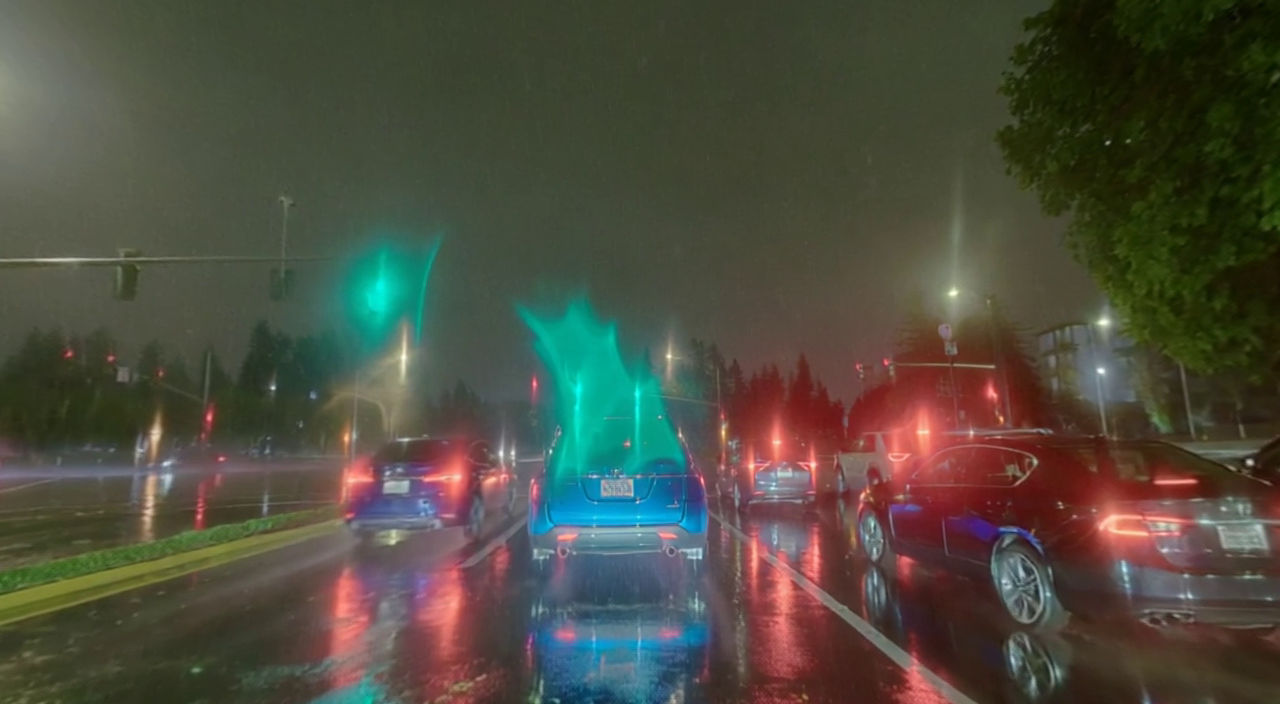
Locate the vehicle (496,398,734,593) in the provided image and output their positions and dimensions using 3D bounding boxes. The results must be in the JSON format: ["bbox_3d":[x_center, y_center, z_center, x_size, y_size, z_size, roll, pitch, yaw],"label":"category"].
[{"bbox_3d":[-0.277,1.559,7.627,2.101,1.707,3.904,0,-8,-2],"label":"vehicle"}]

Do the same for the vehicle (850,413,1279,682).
[{"bbox_3d":[3.607,1.394,5.688,1.861,1.478,4.185,0,-8,-2],"label":"vehicle"}]

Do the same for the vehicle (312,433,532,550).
[{"bbox_3d":[-3.186,2.127,10.368,2.077,1.493,4.281,0,-9,0],"label":"vehicle"}]

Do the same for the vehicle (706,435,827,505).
[{"bbox_3d":[2.972,2.857,15.774,1.950,1.506,4.086,0,-8,-3],"label":"vehicle"}]

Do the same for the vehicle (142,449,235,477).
[{"bbox_3d":[-30.128,7.404,42.270,4.446,1.821,2.276,0,-8,1],"label":"vehicle"}]
